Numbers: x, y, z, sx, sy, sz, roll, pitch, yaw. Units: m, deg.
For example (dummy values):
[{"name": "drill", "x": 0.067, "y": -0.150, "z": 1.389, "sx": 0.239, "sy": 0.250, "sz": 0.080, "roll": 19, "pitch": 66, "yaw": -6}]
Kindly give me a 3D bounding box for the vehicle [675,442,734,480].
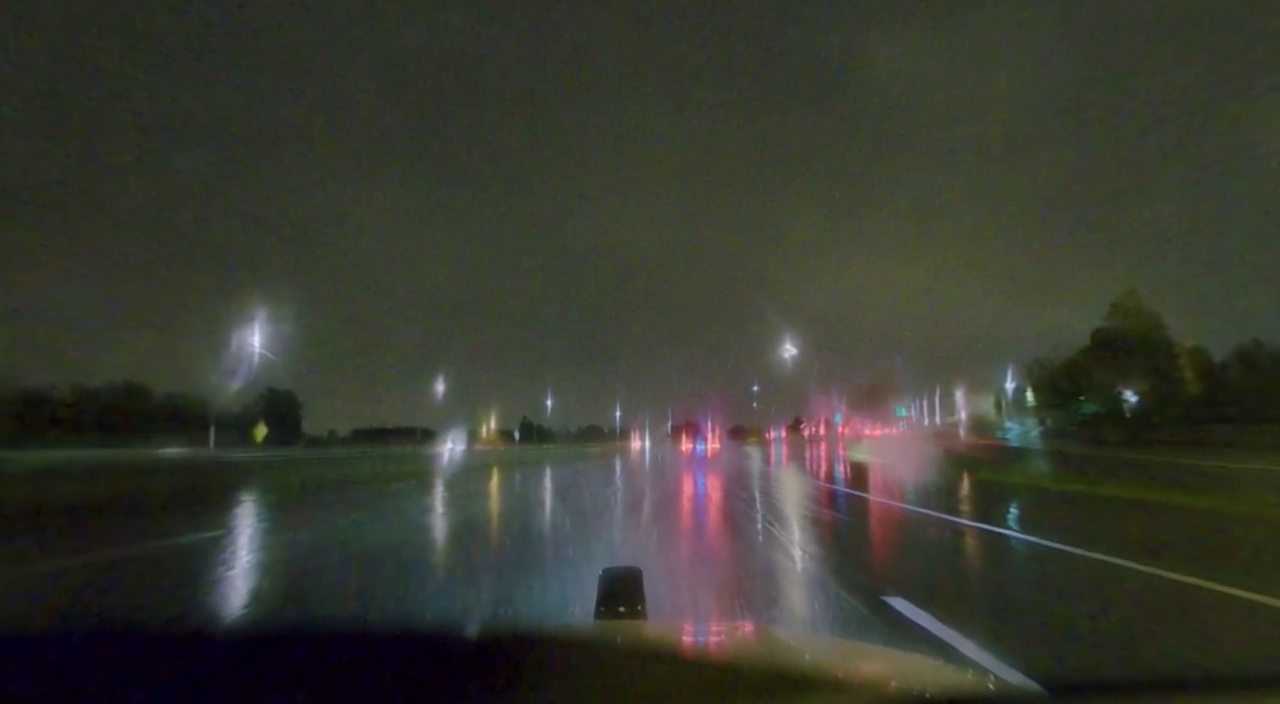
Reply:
[{"name": "vehicle", "x": 2.549, "y": 4.430, "z": 25.763, "sx": 2.124, "sy": 1.405, "sz": 4.398, "roll": 0, "pitch": -8, "yaw": 3}]
